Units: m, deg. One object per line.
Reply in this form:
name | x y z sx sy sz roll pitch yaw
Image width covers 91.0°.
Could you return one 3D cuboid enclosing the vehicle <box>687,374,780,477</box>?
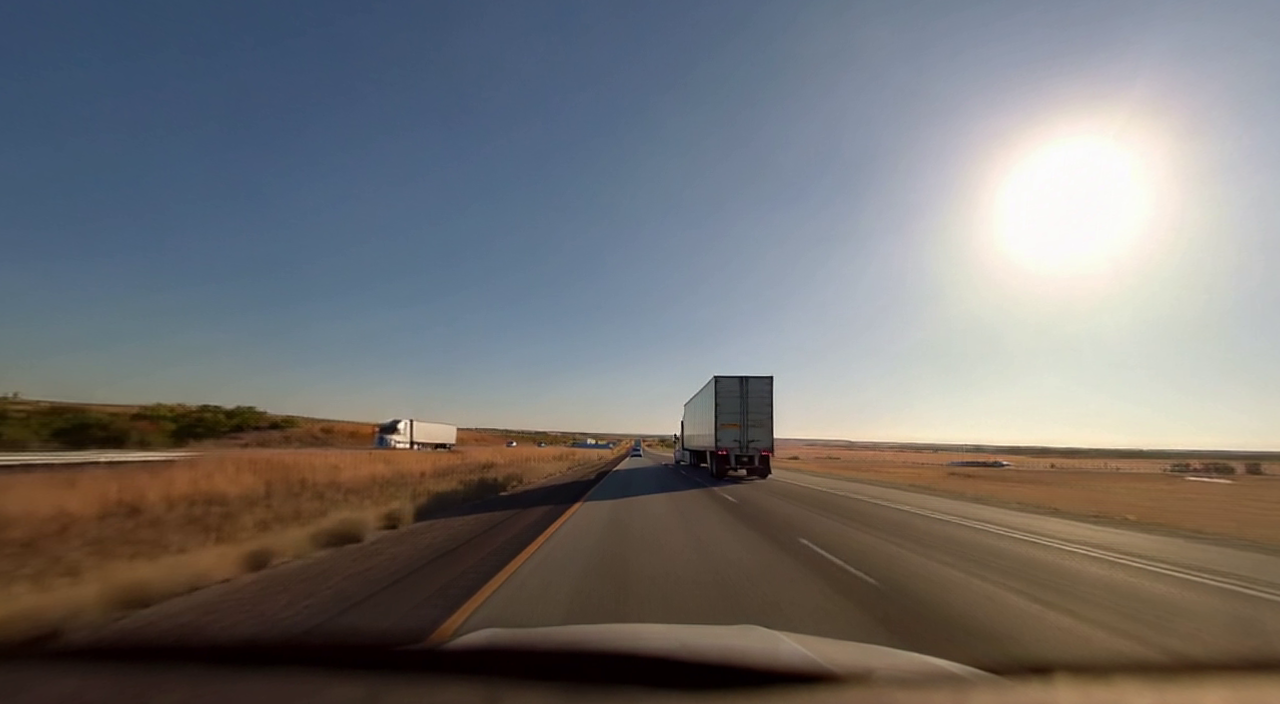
vehicle | 4.268 3.953 32.124 2.818 4.206 12.987 0 -9 0
